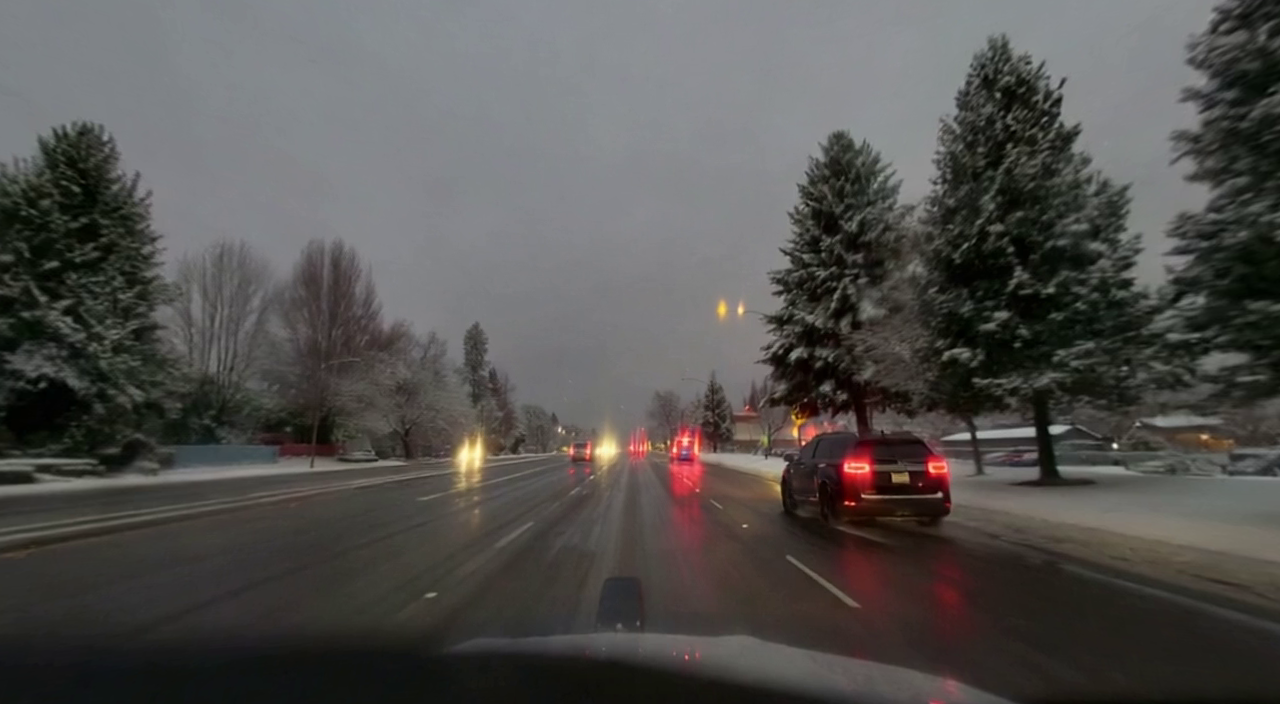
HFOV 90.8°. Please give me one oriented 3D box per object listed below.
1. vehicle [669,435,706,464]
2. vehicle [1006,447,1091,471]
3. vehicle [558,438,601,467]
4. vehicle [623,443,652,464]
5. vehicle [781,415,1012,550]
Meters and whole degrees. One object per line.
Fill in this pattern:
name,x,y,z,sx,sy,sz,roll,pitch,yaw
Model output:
vehicle,3.427,7.220,46.774,2.197,2.034,4.667,0,-8,-2
vehicle,28.076,7.347,43.516,4.413,1.580,2.028,0,-8,2
vehicle,-3.907,6.610,41.652,2.220,1.793,4.885,0,-8,2
vehicle,-0.219,7.554,47.090,2.074,1.463,4.016,0,-8,-1
vehicle,3.997,2.103,10.841,2.060,1.816,4.343,0,-8,-1
